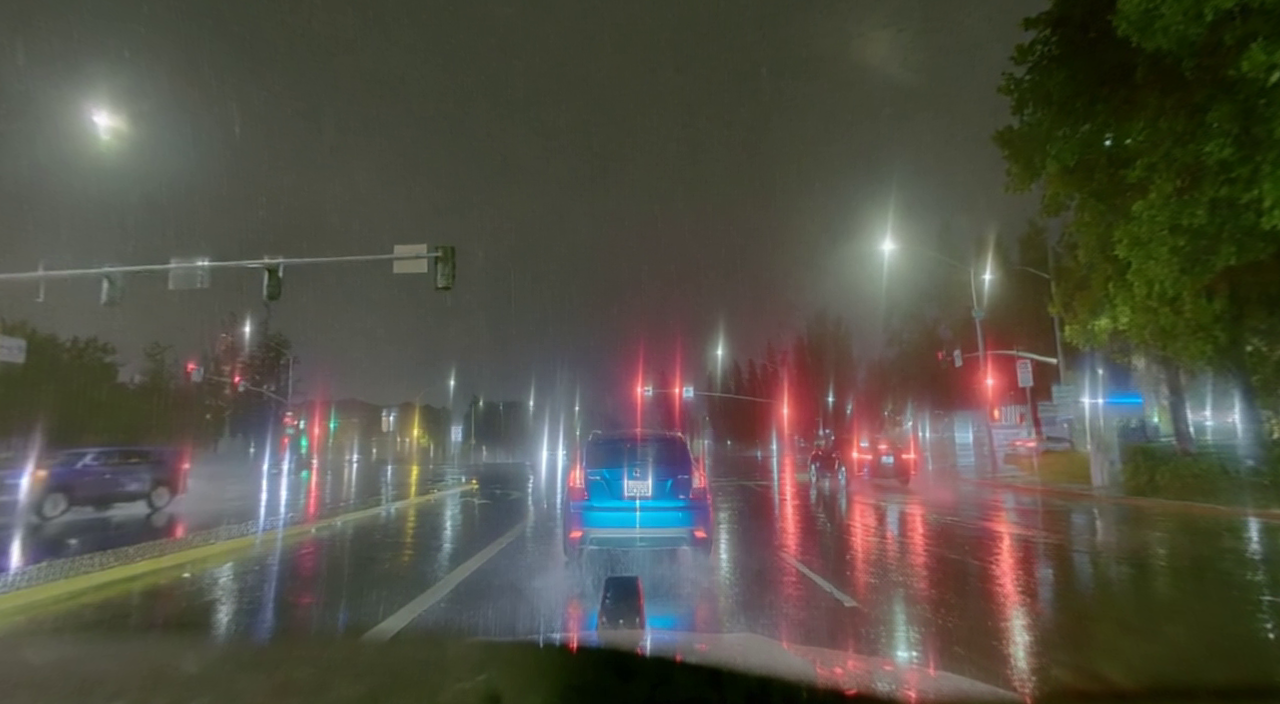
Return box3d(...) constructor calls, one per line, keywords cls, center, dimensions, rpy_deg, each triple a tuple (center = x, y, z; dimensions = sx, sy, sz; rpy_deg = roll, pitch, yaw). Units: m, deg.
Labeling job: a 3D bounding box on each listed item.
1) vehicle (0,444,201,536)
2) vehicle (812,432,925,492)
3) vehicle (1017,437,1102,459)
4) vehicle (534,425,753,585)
box3d(cls="vehicle", center=(-12.645, 2.947, 14.242), dimensions=(2.097, 1.710, 4.649), rpy_deg=(0, -8, 0))
box3d(cls="vehicle", center=(7.056, 3.437, 20.072), dimensions=(2.039, 1.692, 4.319), rpy_deg=(0, -8, 1))
box3d(cls="vehicle", center=(29.281, 6.680, 44.128), dimensions=(4.563, 1.454, 2.056), rpy_deg=(1, -9, -5))
box3d(cls="vehicle", center=(-0.021, 1.764, 8.152), dimensions=(2.070, 1.488, 4.206), rpy_deg=(0, -8, -2))
